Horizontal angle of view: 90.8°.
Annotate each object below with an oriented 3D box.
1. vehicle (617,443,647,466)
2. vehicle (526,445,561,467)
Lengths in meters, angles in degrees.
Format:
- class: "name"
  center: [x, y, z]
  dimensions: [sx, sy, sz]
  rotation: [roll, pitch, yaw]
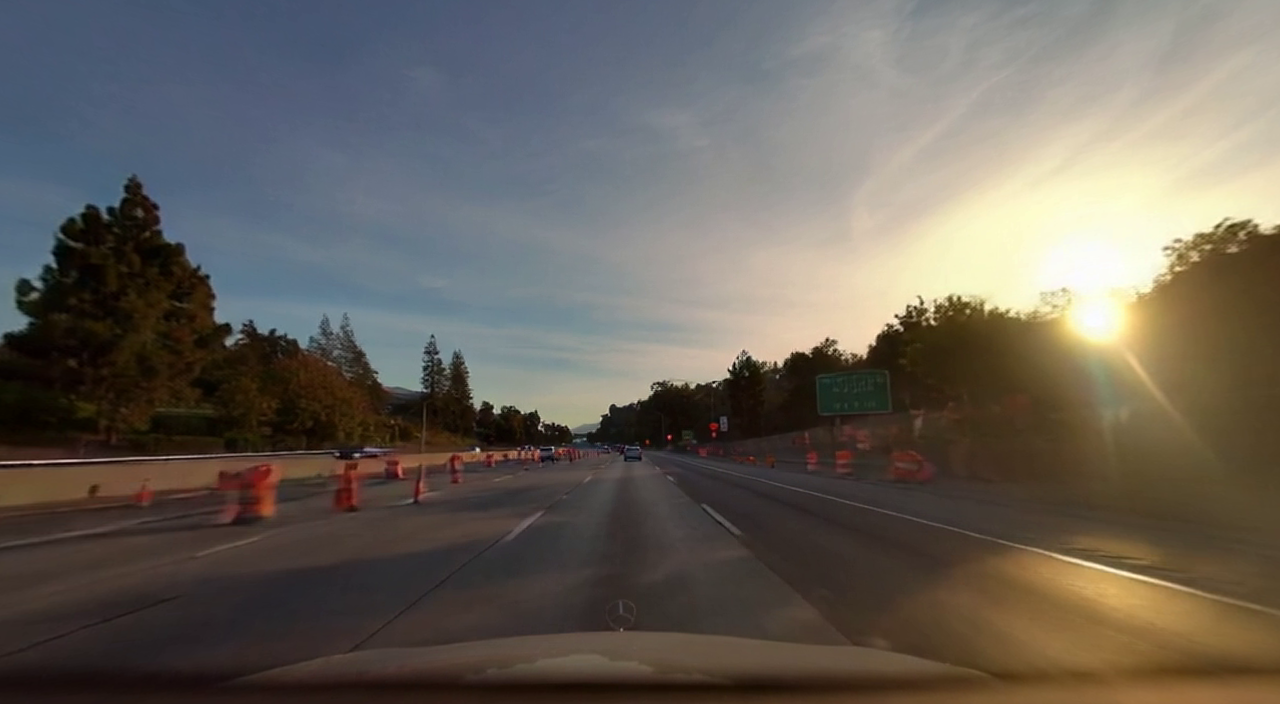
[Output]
- class: "vehicle"
  center: [-0.626, 7.559, 46.765]
  dimensions: [2.109, 1.638, 3.856]
  rotation: [0, -9, -1]
- class: "vehicle"
  center: [-7.122, 7.722, 47.072]
  dimensions: [1.997, 1.507, 4.248]
  rotation: [0, -9, 0]
